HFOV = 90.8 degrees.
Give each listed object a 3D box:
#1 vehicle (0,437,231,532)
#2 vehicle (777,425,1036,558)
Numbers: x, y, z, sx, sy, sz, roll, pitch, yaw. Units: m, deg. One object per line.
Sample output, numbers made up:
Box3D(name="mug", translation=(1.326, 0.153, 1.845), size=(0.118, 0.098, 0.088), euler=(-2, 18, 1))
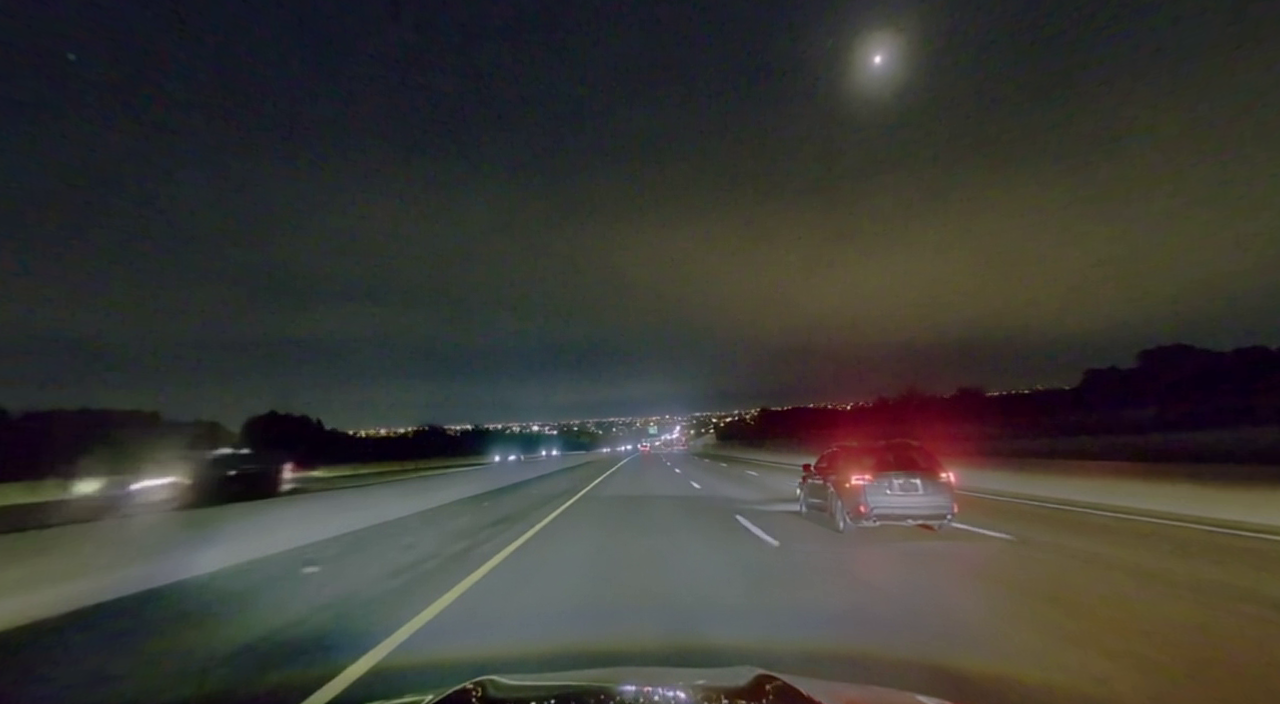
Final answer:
Box3D(name="vehicle", translation=(-11.266, 2.700, 13.546), size=(1.912, 1.682, 4.427), euler=(0, -8, 1))
Box3D(name="vehicle", translation=(3.631, 1.979, 9.771), size=(1.982, 1.533, 4.612), euler=(0, -8, 0))
